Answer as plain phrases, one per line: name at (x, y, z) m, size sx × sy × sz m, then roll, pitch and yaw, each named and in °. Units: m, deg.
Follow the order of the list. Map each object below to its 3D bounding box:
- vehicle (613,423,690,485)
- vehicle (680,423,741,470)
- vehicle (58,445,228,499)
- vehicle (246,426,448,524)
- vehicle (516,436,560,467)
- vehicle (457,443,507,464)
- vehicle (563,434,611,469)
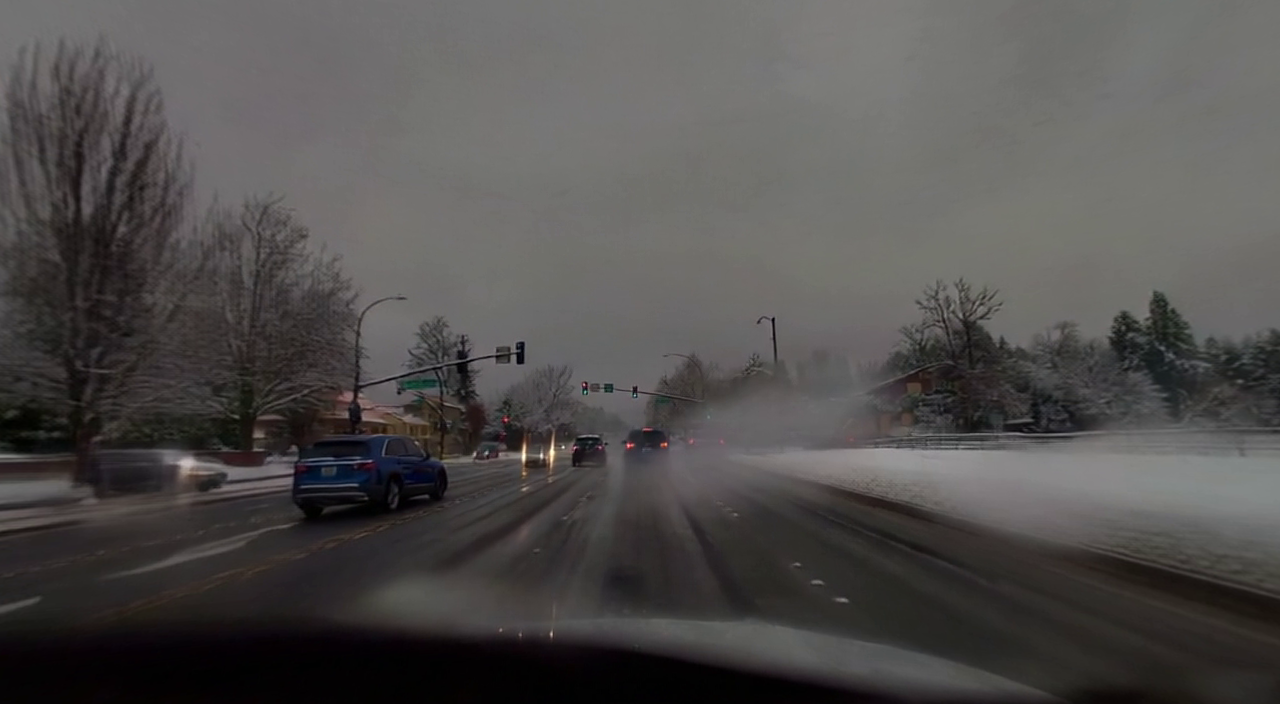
vehicle at (0.348, 3.312, 20.664) m, size 2.235 × 1.778 × 4.178 m, roll 0°, pitch -8°, yaw 0°
vehicle at (3.347, 4.685, 31.282) m, size 2.338 × 2.063 × 5.672 m, roll 0°, pitch -9°, yaw 0°
vehicle at (-18.610, 4.488, 23.797) m, size 4.571 × 1.857 × 2.172 m, roll -1°, pitch -9°, yaw 1°
vehicle at (-5.752, 2.469, 13.180) m, size 2.052 × 1.664 × 4.476 m, roll 0°, pitch -9°, yaw 0°
vehicle at (-5.800, 5.719, 36.310) m, size 2.108 × 1.689 × 4.316 m, roll 0°, pitch -9°, yaw -4°
vehicle at (-12.312, 7.840, 48.817) m, size 1.860 × 1.517 × 4.460 m, roll 8°, pitch -11°, yaw -40°
vehicle at (-2.599, 5.057, 32.134) m, size 2.058 × 1.659 × 4.514 m, roll 0°, pitch -8°, yaw 0°
